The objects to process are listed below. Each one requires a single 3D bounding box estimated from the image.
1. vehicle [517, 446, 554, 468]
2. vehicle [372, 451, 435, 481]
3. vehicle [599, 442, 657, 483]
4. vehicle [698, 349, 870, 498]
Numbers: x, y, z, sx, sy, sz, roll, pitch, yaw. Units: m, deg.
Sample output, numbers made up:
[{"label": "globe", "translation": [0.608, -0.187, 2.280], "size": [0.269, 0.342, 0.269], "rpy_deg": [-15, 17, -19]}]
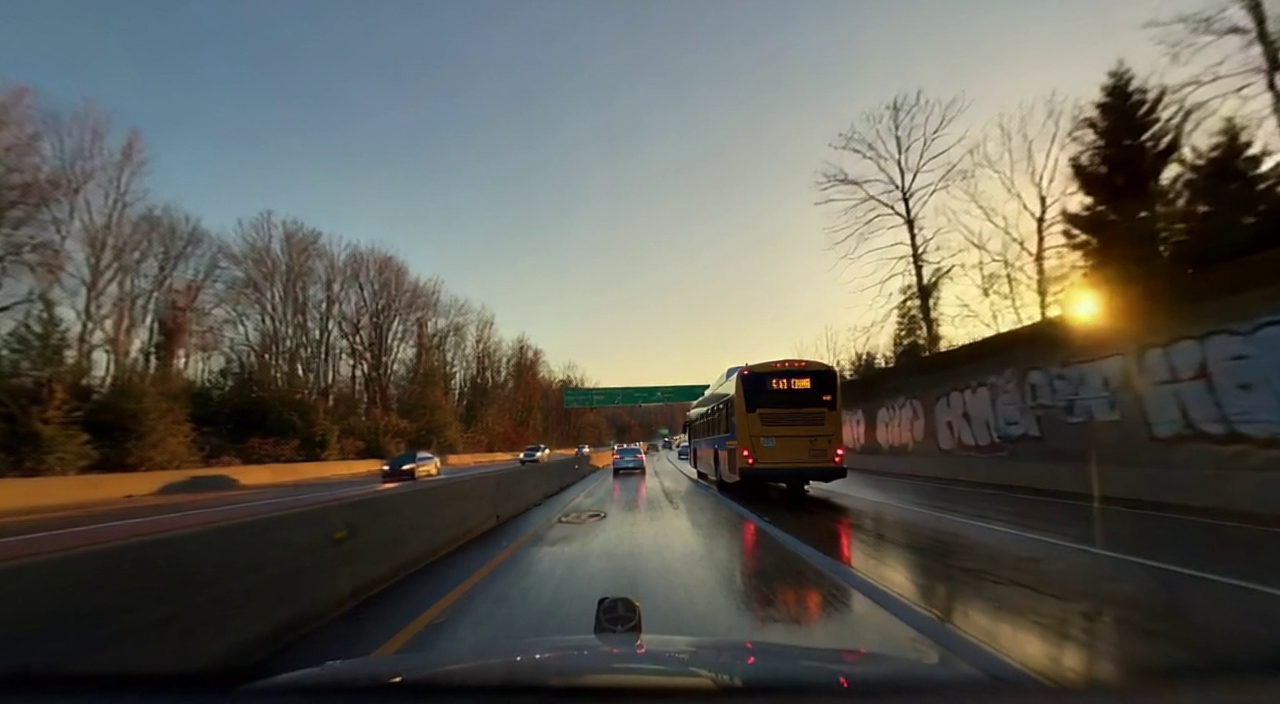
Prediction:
[{"label": "vehicle", "translation": [-8.137, 8.260, 49.332], "size": [2.064, 1.648, 4.371], "rpy_deg": [-1, -9, 2]}, {"label": "vehicle", "translation": [-12.721, 6.125, 33.927], "size": [1.813, 1.456, 3.830], "rpy_deg": [-1, -9, 1]}, {"label": "vehicle", "translation": [-0.417, 4.491, 25.692], "size": [2.160, 1.532, 4.073], "rpy_deg": [-1, -9, 1]}, {"label": "vehicle", "translation": [3.947, 2.636, 21.073], "size": [3.055, 3.479, 12.521], "rpy_deg": [-1, -9, 1]}]
